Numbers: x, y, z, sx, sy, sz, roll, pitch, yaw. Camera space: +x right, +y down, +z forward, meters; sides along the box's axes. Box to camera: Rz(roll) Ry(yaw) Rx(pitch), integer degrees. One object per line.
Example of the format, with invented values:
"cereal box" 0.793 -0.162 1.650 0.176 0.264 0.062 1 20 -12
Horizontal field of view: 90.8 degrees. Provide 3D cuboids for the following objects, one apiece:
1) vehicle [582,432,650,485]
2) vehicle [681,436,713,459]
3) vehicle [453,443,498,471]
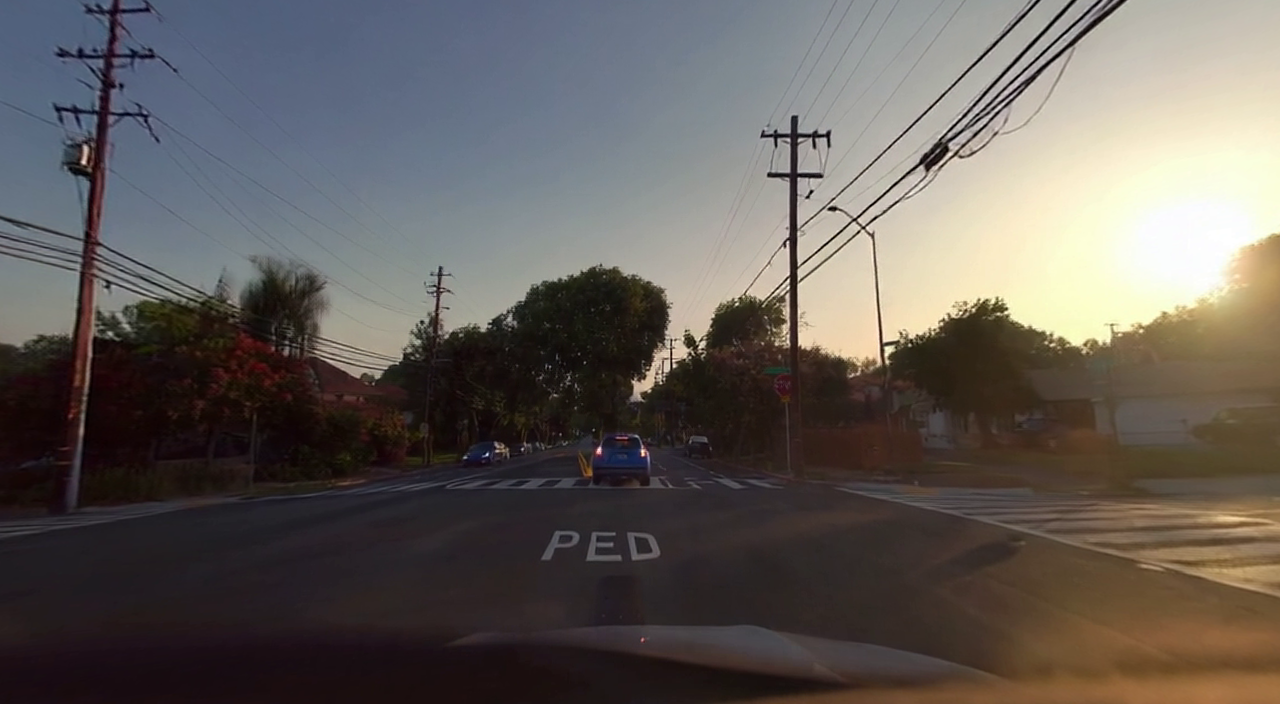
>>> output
"vehicle" -0.679 3.257 19.564 1.877 1.448 3.830 0 -8 0
"vehicle" 4.407 7.427 49.119 2.101 1.744 4.466 0 -8 1
"vehicle" -9.602 6.160 37.178 1.934 1.506 4.032 1 -9 -5
